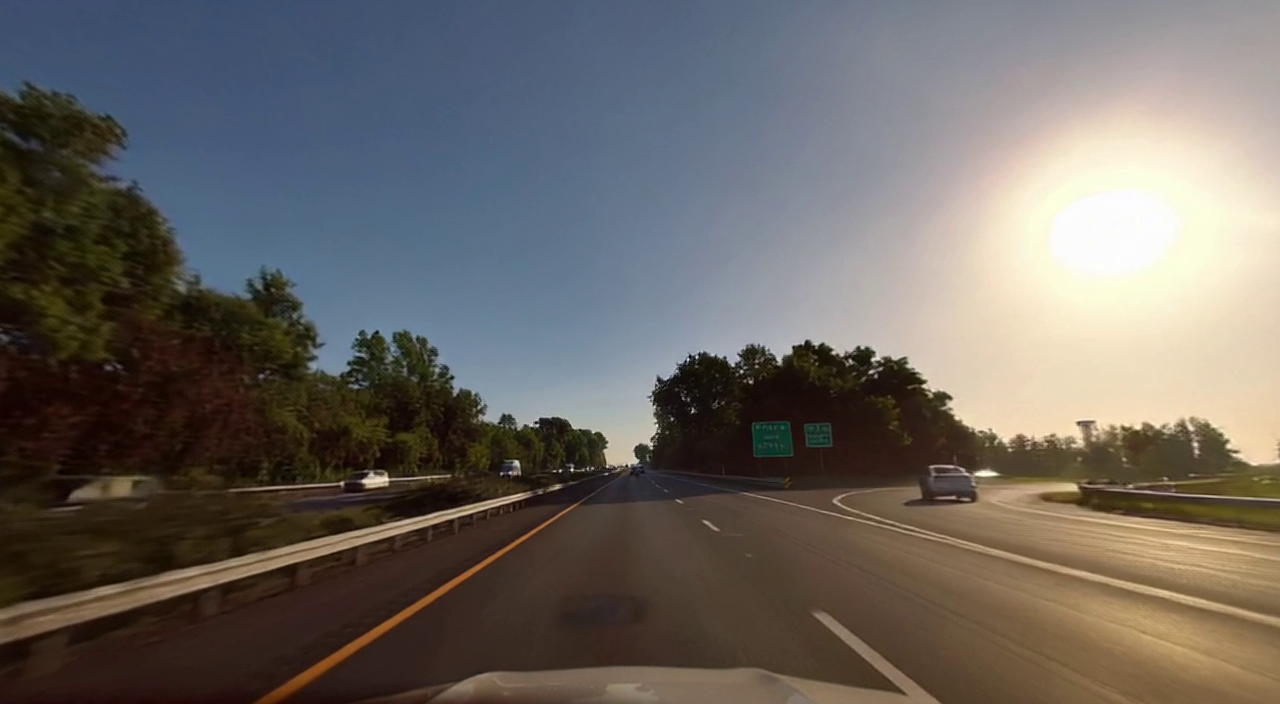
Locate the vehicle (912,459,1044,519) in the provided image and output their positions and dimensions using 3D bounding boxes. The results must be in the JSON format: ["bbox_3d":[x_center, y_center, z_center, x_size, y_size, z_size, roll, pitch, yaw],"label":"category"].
[{"bbox_3d":[10.054,4.102,19.218,1.951,1.566,4.616,-1,-11,7],"label":"vehicle"}]

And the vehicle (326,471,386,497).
[{"bbox_3d":[-17.290,8.046,38.571,1.788,1.493,3.815,0,-10,1],"label":"vehicle"}]

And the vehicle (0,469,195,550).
[{"bbox_3d":[-12.832,3.450,14.397,1.956,1.478,4.565,1,-10,0],"label":"vehicle"}]
